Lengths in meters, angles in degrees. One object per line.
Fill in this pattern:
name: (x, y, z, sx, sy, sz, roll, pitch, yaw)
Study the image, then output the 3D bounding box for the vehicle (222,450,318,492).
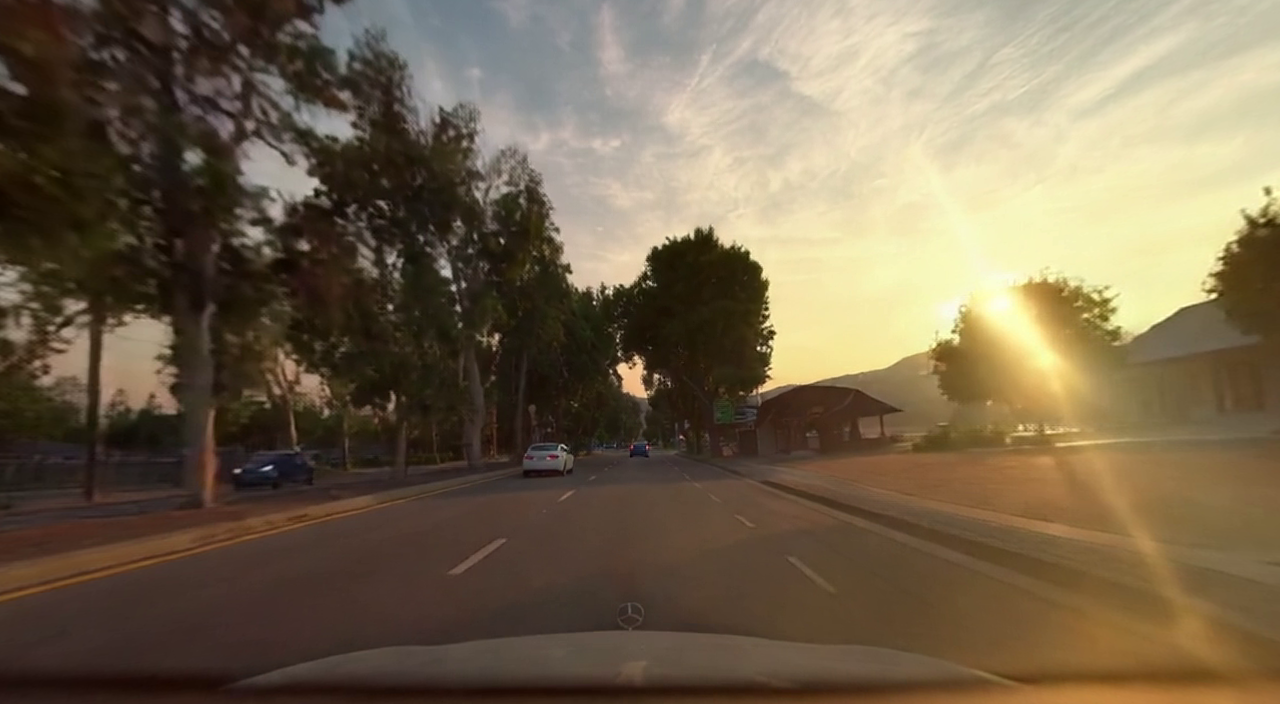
vehicle: (-15.692, 5.055, 27.005, 1.783, 1.610, 3.836, 0, -8, -1)

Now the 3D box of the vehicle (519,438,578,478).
vehicle: (-4.024, 4.721, 28.359, 1.914, 1.630, 4.351, 0, -8, 1)
